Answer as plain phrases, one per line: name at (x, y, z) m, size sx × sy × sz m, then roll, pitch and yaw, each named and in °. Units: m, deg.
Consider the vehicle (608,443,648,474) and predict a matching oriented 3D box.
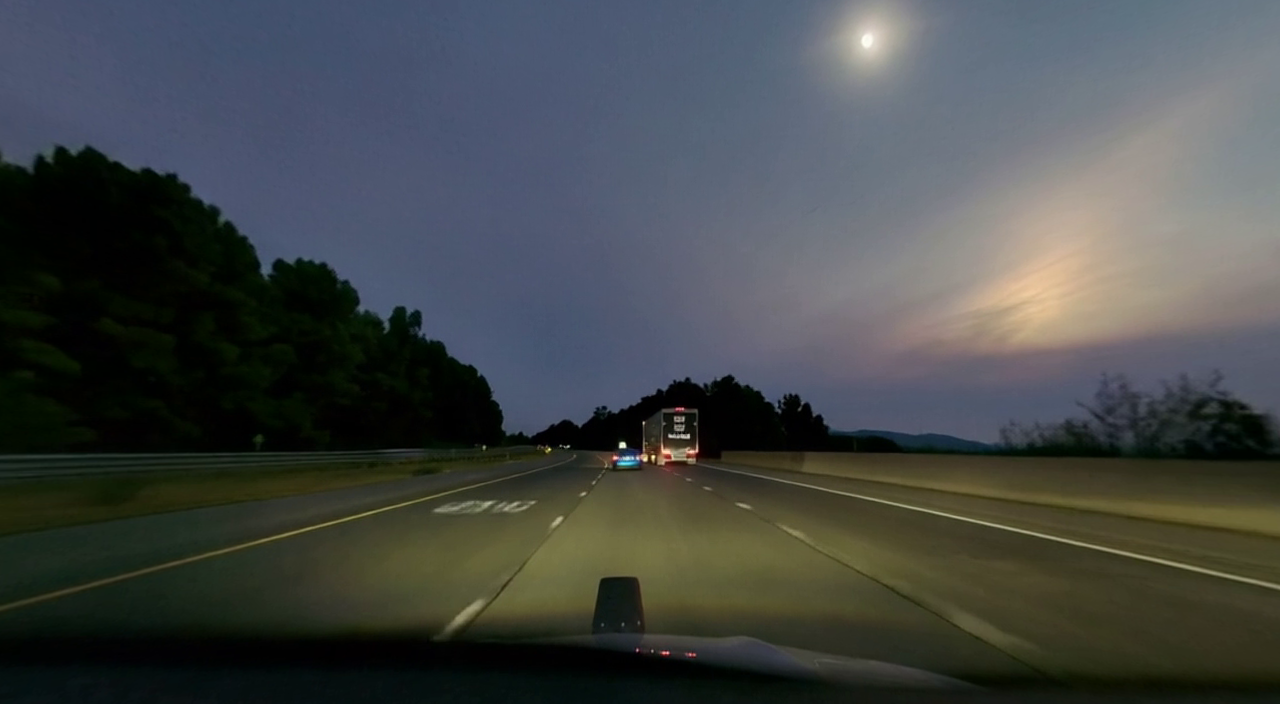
vehicle at (-0.632, 5.418, 32.139) m, size 1.913 × 1.460 × 3.610 m, roll 0°, pitch -9°, yaw -1°
